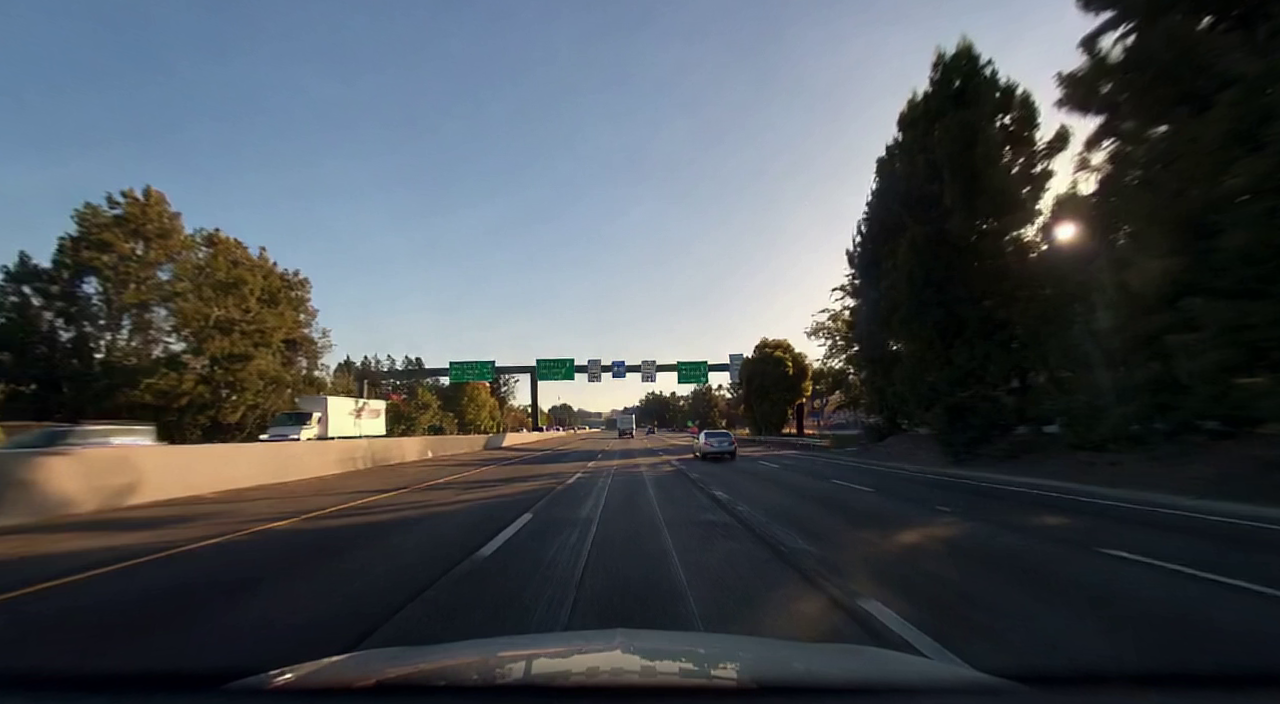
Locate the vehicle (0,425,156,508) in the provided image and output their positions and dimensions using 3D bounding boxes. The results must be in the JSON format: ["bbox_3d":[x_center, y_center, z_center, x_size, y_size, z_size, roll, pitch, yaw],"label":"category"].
[{"bbox_3d":[-12.741,2.314,13.122,1.903,1.527,4.294,0,-8,-1],"label":"vehicle"}]

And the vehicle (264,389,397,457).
[{"bbox_3d":[-20.875,5.087,43.861,2.853,4.045,13.061,0,-8,-1],"label":"vehicle"}]

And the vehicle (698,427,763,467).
[{"bbox_3d":[3.751,4.008,26.688,1.973,1.563,3.959,0,-8,-3],"label":"vehicle"}]
